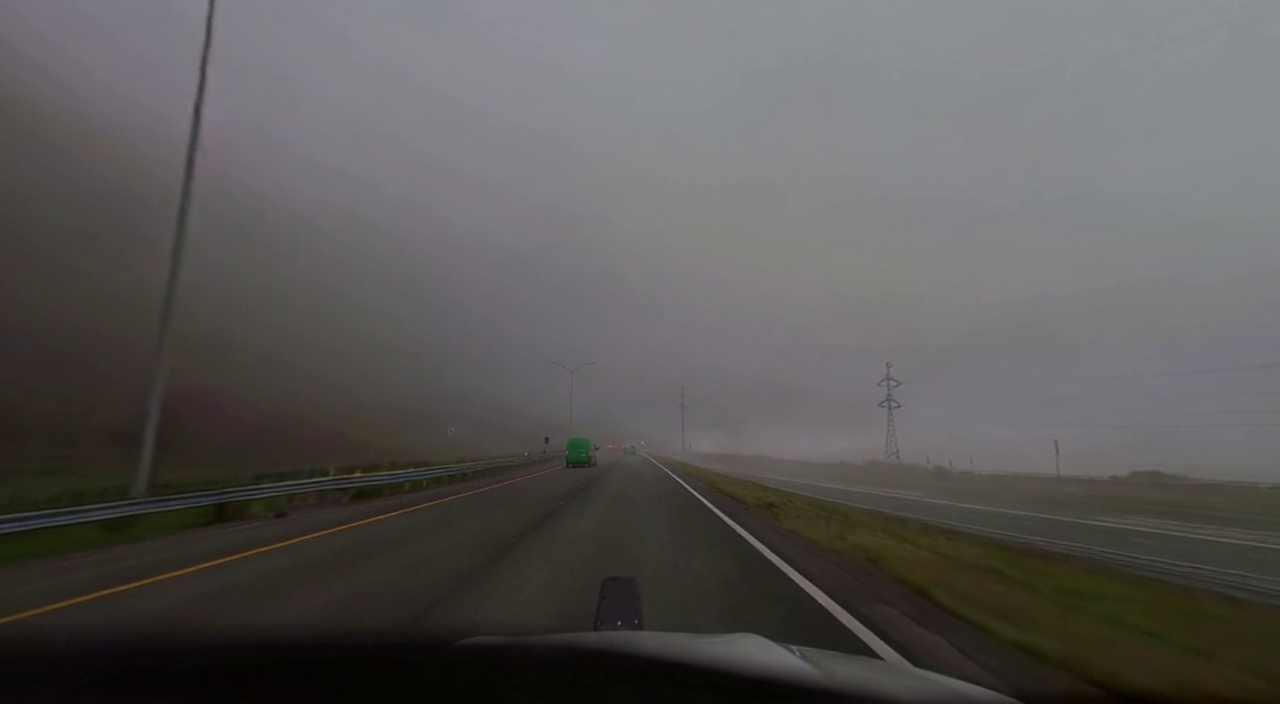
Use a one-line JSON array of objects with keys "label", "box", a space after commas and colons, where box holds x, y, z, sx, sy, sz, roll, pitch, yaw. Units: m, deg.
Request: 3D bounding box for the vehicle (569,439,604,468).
[{"label": "vehicle", "box": [-3.896, 7.463, 46.437, 2.270, 2.023, 4.632, 0, -9, -2]}]
